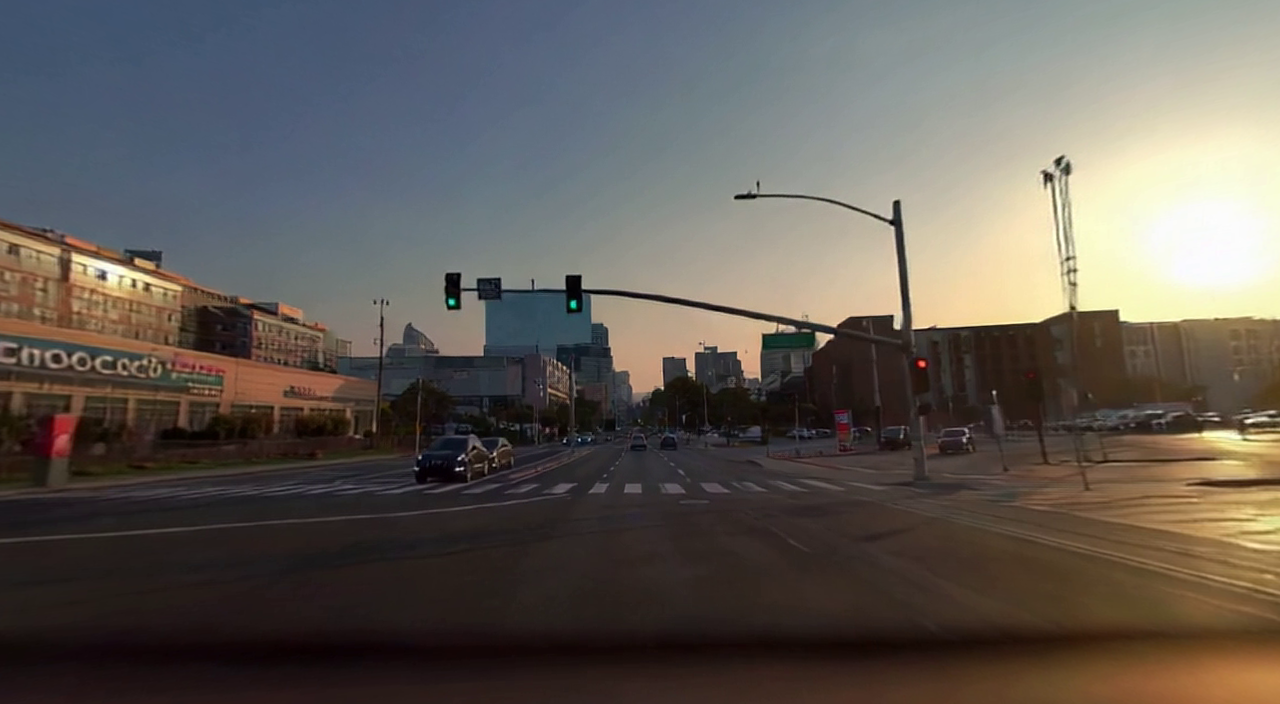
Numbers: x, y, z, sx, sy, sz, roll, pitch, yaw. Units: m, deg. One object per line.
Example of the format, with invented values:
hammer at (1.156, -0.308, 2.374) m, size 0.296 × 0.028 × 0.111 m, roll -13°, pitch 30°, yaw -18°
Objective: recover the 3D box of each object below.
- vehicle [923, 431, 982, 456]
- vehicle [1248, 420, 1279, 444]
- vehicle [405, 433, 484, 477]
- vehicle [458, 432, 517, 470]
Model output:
vehicle at (20.216, 5.907, 40.739) m, size 2.094 × 1.488 × 4.433 m, roll -8°, pitch -11°, yaw 43°
vehicle at (41.560, 5.276, 41.455) m, size 4.126 × 1.490 × 1.892 m, roll 7°, pitch -11°, yaw -41°
vehicle at (-8.513, 4.499, 28.044) m, size 1.946 × 1.710 × 5.043 m, roll -1°, pitch -7°, yaw 0°
vehicle at (-8.372, 5.420, 35.036) m, size 2.037 × 1.799 × 4.928 m, roll -3°, pitch -7°, yaw 0°
